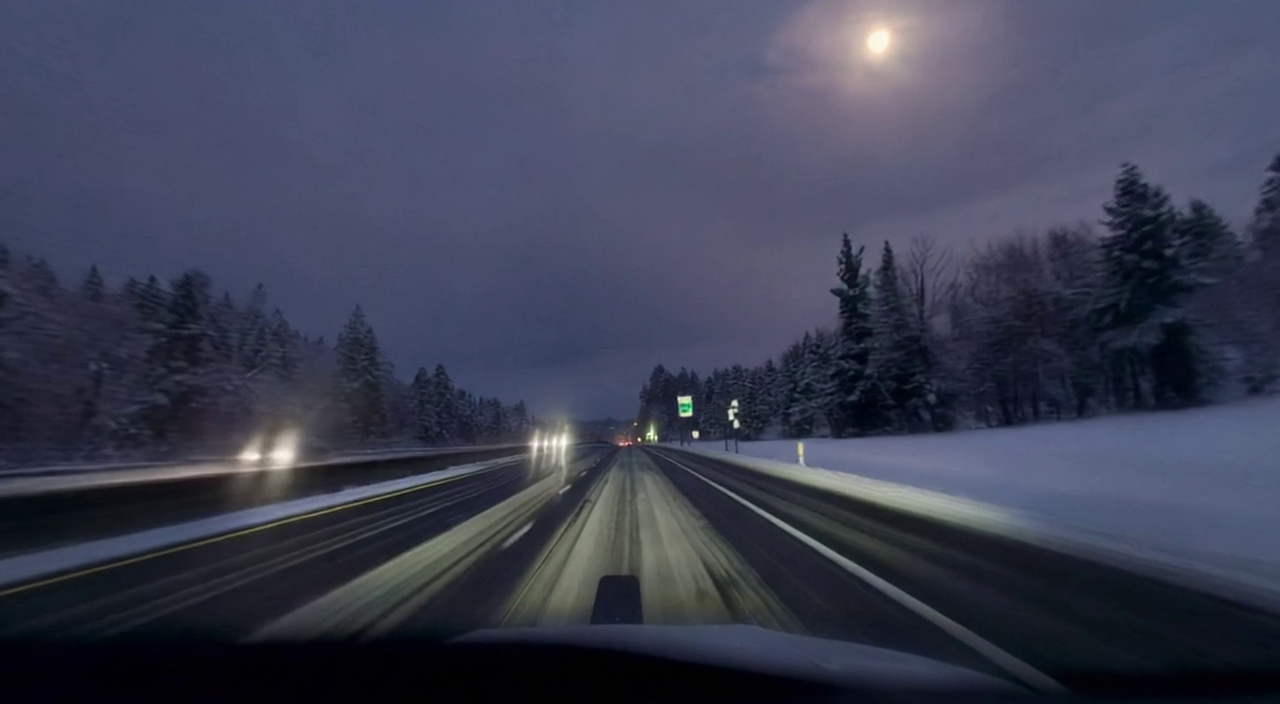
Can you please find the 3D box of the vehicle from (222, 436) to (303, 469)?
[{"bbox_3d":[-17.563,4.684,29.538,1.617,1.424,3.539,0,-8,-1],"label":"vehicle"}]
